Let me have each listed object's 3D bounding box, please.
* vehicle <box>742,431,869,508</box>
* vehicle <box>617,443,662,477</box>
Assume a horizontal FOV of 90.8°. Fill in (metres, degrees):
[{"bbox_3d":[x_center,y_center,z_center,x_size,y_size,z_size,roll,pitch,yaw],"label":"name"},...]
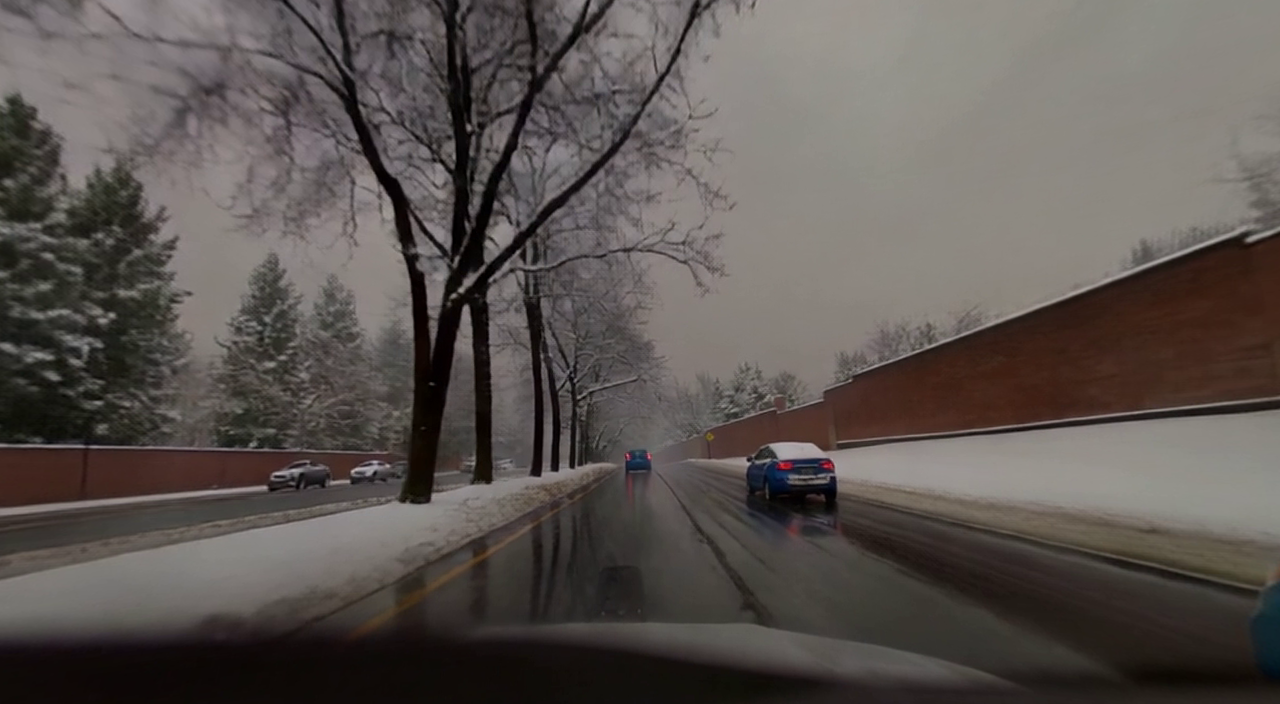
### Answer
[{"bbox_3d":[4.226,3.071,17.040,2.155,1.752,4.456,0,-8,-1],"label":"vehicle"},{"bbox_3d":[-0.055,6.104,35.994,2.391,1.739,3.837,0,-8,-1],"label":"vehicle"}]
